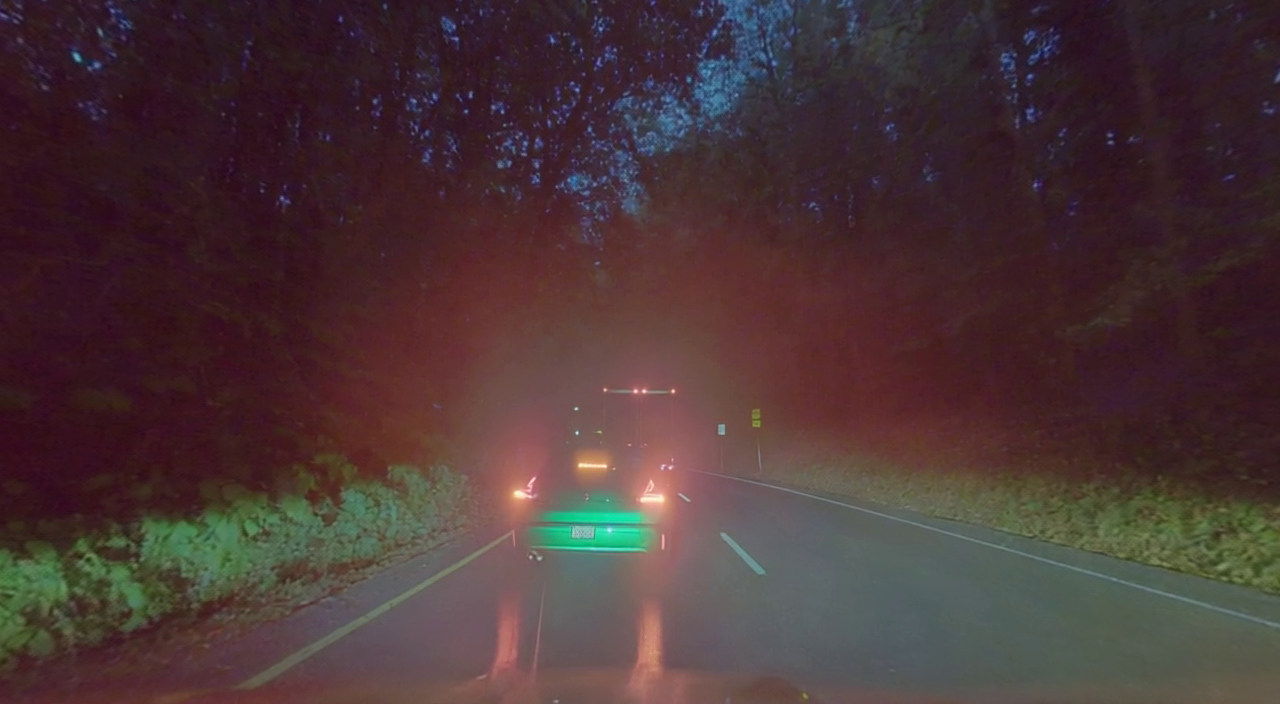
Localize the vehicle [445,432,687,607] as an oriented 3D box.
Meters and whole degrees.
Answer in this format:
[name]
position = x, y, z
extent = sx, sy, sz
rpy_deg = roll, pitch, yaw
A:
[vehicle]
position = -0.629, 1.752, 7.523
extent = 2.076, 1.490, 4.078
rpy_deg = 0, -9, 0
